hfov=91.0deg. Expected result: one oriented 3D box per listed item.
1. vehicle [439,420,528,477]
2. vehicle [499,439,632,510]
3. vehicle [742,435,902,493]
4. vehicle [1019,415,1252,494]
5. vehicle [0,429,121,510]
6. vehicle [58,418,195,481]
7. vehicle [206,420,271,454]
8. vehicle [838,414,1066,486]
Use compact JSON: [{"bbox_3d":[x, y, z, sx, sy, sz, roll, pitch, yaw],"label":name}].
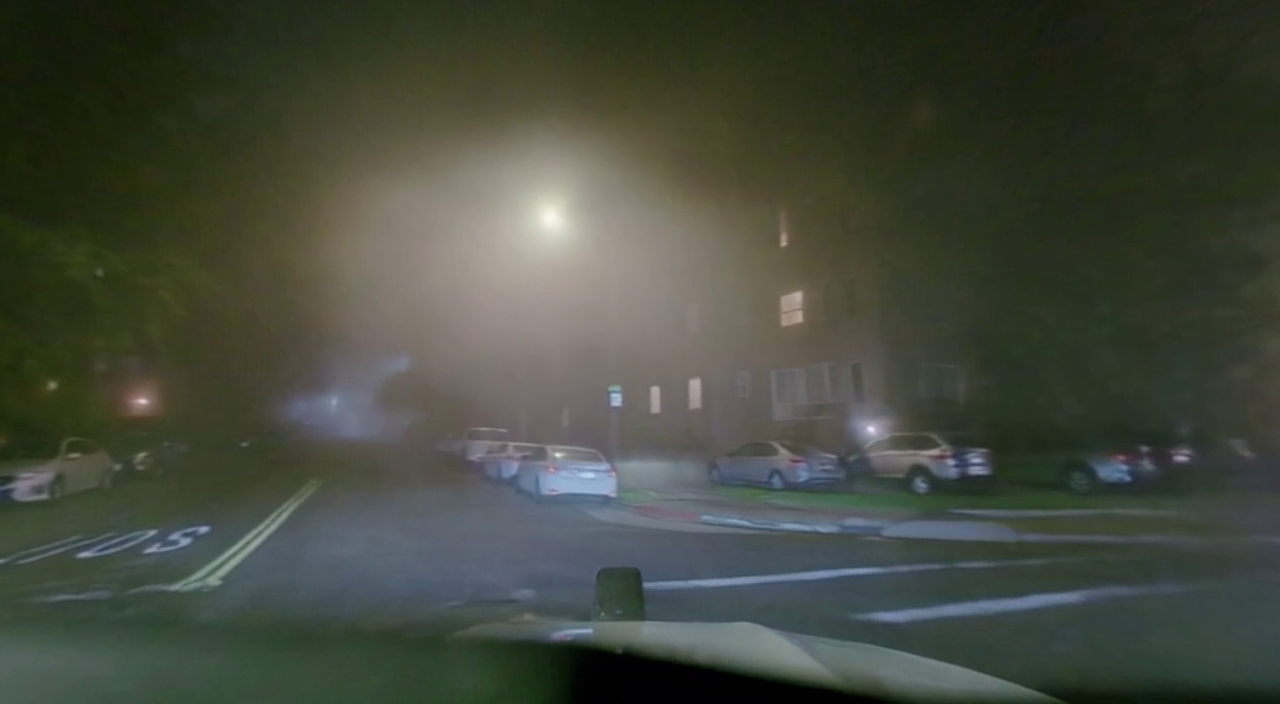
[{"bbox_3d":[-6.447,3.860,25.290,2.365,1.970,6.011,4,-9,-24],"label":"vehicle"},{"bbox_3d":[-1.978,2.820,15.096,1.977,1.410,4.744,3,-9,-22],"label":"vehicle"},{"bbox_3d":[5.010,3.041,17.394,3.821,1.417,2.061,4,-10,-26],"label":"vehicle"},{"bbox_3d":[11.085,2.286,14.148,4.413,1.549,1.918,3,-9,-19],"label":"vehicle"},{"bbox_3d":[-13.616,2.558,13.897,2.067,1.510,4.501,2,-9,-23],"label":"vehicle"},{"bbox_3d":[-17.037,3.298,21.265,2.235,1.802,5.138,1,-9,-24],"label":"vehicle"},{"bbox_3d":[-24.225,5.212,38.188,2.384,1.781,5.492,1,-9,-23],"label":"vehicle"},{"bbox_3d":[7.717,2.407,15.522,5.312,1.533,2.104,4,-9,-25],"label":"vehicle"}]
